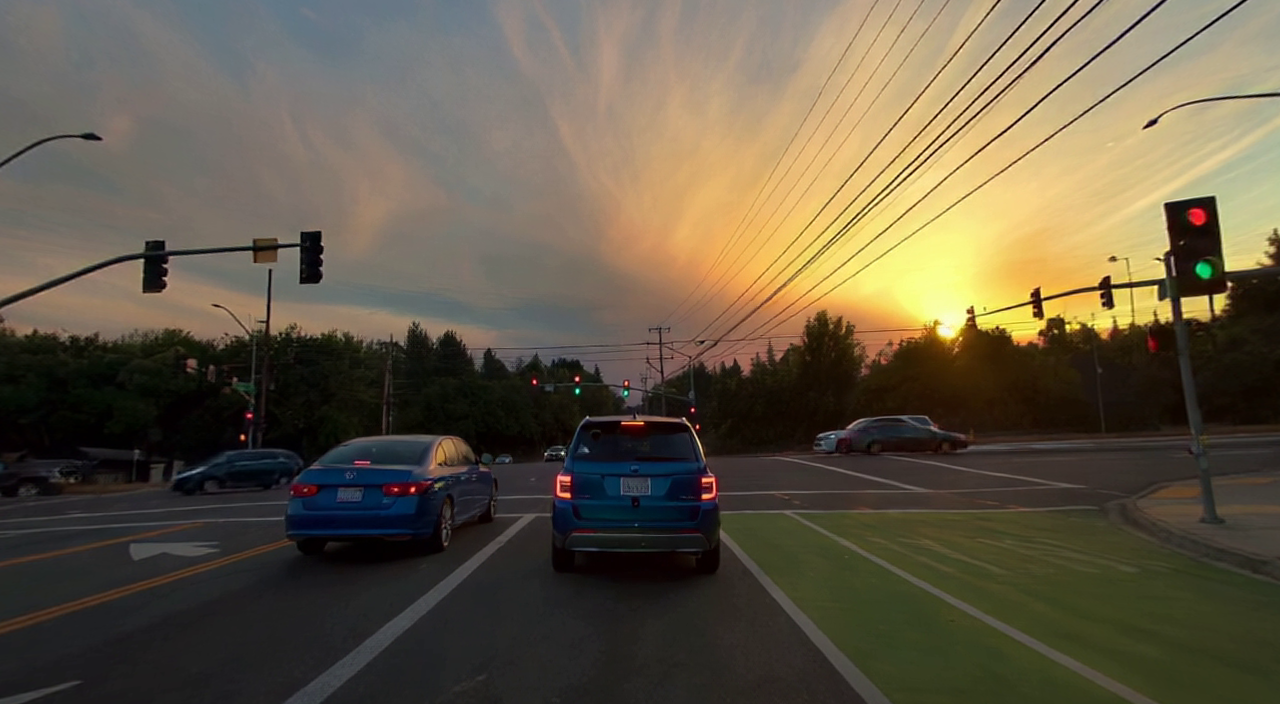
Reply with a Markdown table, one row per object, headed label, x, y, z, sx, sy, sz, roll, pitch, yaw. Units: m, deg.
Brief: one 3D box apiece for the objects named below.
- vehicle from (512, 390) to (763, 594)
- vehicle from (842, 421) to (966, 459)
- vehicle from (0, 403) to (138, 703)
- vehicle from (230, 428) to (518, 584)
| label | x | y | z | sx | sy | sz | roll | pitch | yaw |
| --- | --- | --- | --- | --- | --- | --- | --- | --- | --- |
| vehicle | -0.051 | 1.517 | 7.611 | 2.182 | 1.773 | 4.041 | 0 | -8 | -1 |
| vehicle | 11.999 | 4.057 | 29.109 | 4.977 | 1.648 | 2.088 | -2 | -9 | 15 |
| vehicle | -3.355 | 0.662 | 0.441 | 1.928 | 1.488 | 4.936 | 0 | -8 | 0 |
| vehicle | -2.930 | 1.762 | 7.996 | 1.969 | 1.486 | 3.702 | 0 | -8 | 1 |
